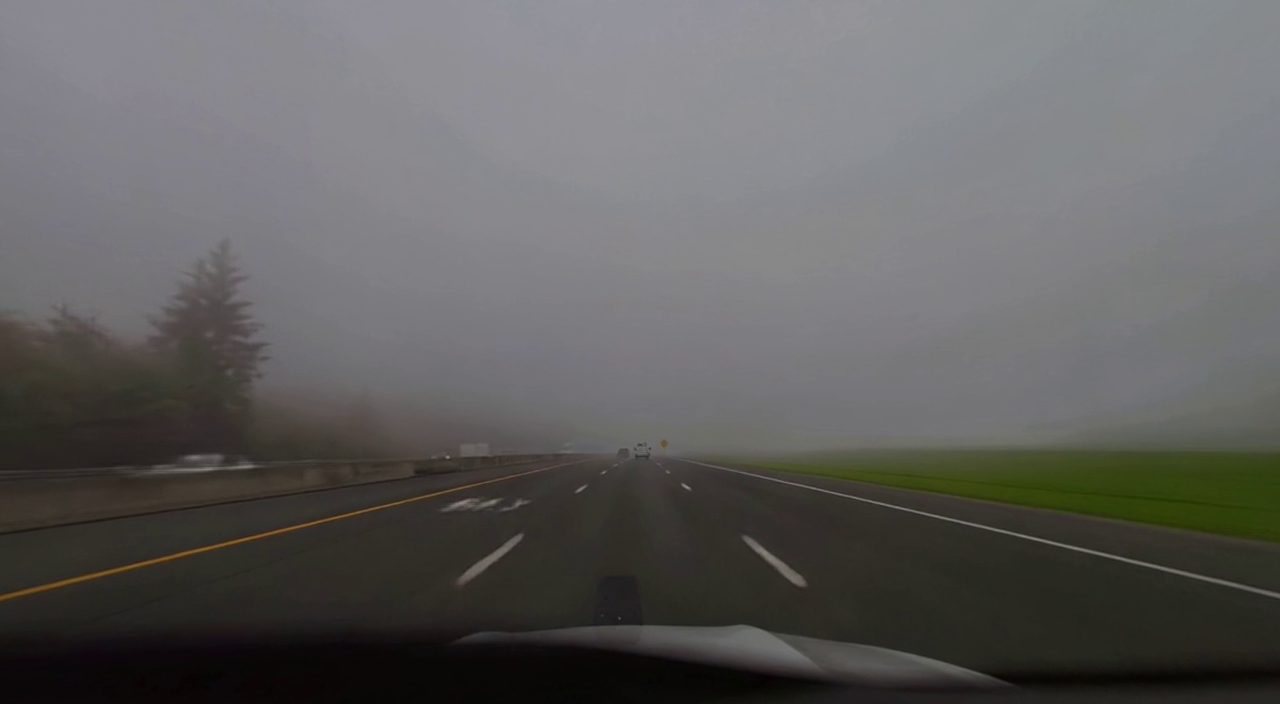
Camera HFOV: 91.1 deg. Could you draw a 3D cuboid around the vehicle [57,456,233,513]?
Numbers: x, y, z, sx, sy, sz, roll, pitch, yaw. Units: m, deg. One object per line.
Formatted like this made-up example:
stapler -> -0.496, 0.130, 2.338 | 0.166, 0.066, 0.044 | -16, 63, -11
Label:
vehicle -> -15.276, 4.077, 19.806 | 1.908, 1.500, 4.475 | -1, -9, 0
